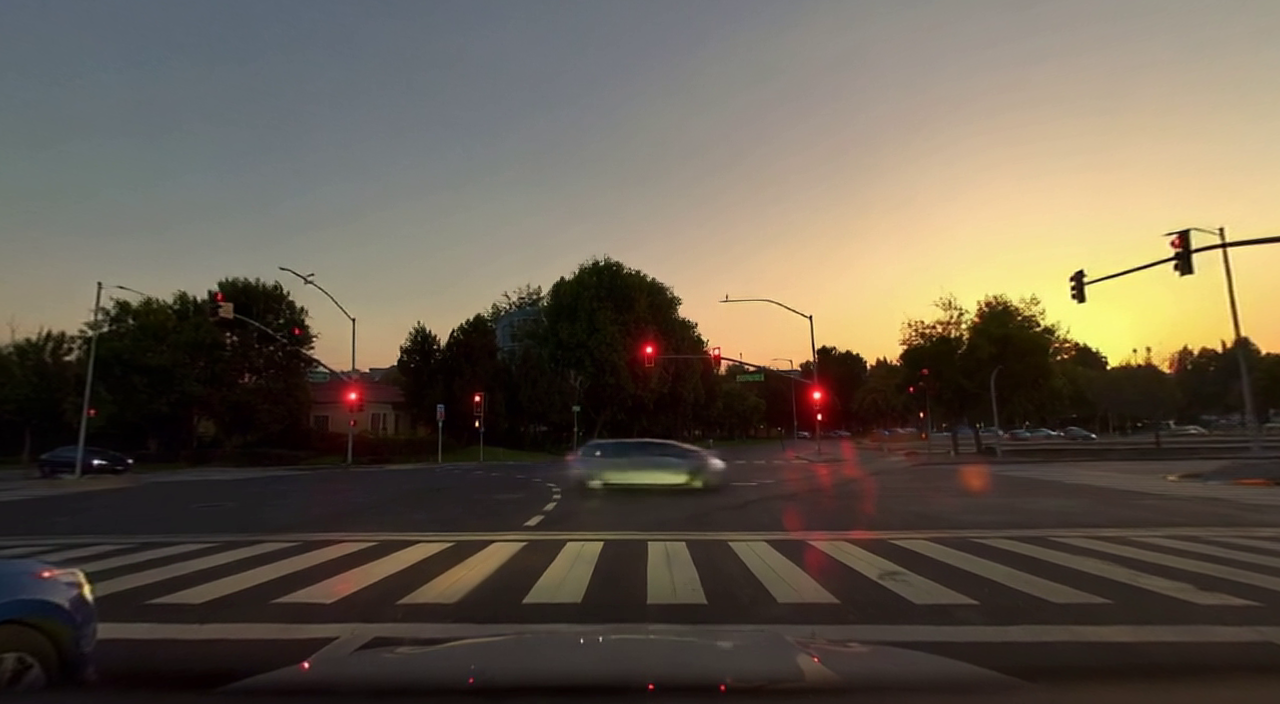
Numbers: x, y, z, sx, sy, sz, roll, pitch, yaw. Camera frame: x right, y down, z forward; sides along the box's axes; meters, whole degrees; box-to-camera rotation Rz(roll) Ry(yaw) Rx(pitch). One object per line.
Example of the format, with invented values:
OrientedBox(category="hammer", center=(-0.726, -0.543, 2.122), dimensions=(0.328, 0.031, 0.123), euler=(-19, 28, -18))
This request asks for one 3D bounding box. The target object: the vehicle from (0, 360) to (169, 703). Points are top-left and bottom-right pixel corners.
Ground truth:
OrientedBox(category="vehicle", center=(-3.053, 0.616, 0.547), dimensions=(2.055, 1.573, 4.065), euler=(0, -8, 1))

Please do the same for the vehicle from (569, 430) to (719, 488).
OrientedBox(category="vehicle", center=(0.128, 2.933, 17.360), dimensions=(3.894, 1.490, 1.810), euler=(-1, -8, 3))

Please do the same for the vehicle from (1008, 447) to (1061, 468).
OrientedBox(category="vehicle", center=(28.466, 7.600, 45.575), dimensions=(1.662, 1.440, 3.583), euler=(-1, -8, 3))

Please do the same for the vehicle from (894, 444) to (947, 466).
OrientedBox(category="vehicle", center=(20.574, 7.587, 46.464), dimensions=(1.815, 1.515, 4.552), euler=(0, -8, 0))

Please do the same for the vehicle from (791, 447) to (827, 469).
OrientedBox(category="vehicle", center=(12.555, 7.858, 46.892), dimensions=(1.647, 1.386, 3.725), euler=(-2, -8, 1))

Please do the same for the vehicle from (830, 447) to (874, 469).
OrientedBox(category="vehicle", center=(15.567, 7.755, 46.386), dimensions=(1.714, 1.458, 4.206), euler=(0, -8, -1))

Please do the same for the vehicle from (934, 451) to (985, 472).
OrientedBox(category="vehicle", center=(23.001, 7.885, 45.483), dimensions=(1.633, 1.324, 3.449), euler=(-1, -8, -3))
